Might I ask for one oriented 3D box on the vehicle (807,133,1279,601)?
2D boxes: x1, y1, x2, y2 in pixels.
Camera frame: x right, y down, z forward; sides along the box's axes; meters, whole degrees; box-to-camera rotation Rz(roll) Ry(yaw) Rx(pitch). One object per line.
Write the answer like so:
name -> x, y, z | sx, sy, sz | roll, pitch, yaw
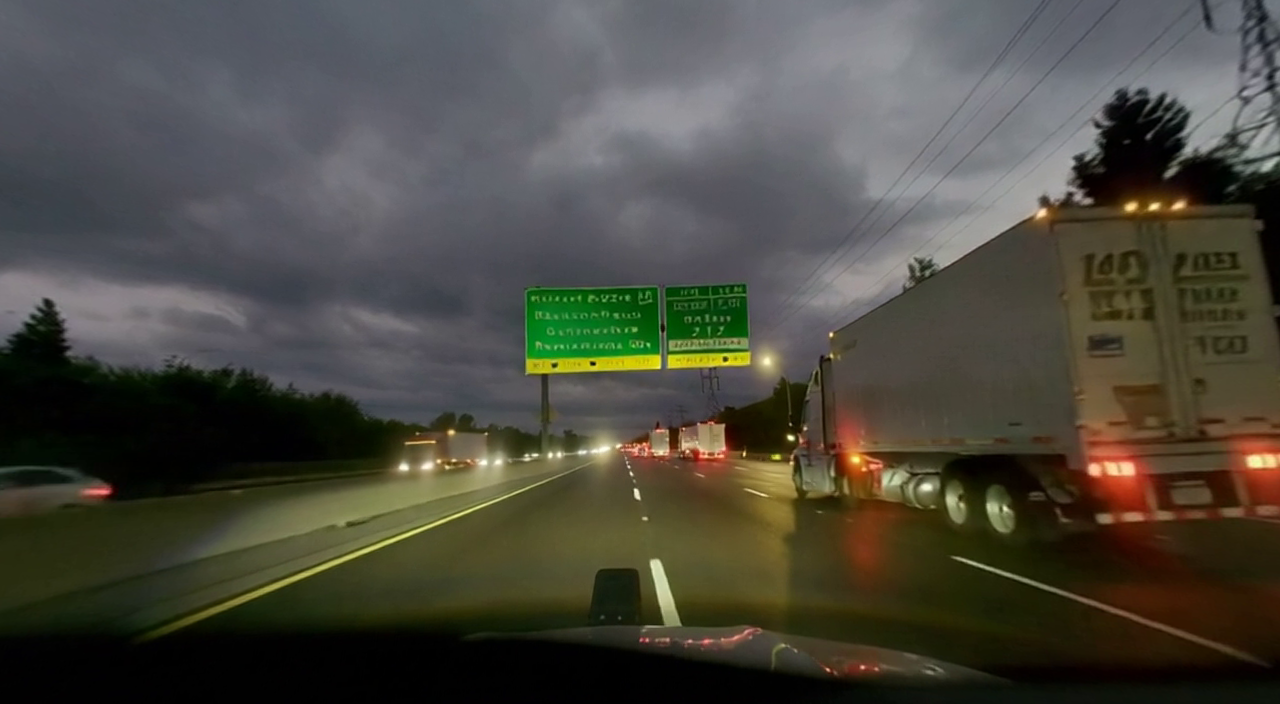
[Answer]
vehicle -> 5.550, 0.690, 9.860 | 2.869, 4.048, 8.895 | 0, -9, -3
